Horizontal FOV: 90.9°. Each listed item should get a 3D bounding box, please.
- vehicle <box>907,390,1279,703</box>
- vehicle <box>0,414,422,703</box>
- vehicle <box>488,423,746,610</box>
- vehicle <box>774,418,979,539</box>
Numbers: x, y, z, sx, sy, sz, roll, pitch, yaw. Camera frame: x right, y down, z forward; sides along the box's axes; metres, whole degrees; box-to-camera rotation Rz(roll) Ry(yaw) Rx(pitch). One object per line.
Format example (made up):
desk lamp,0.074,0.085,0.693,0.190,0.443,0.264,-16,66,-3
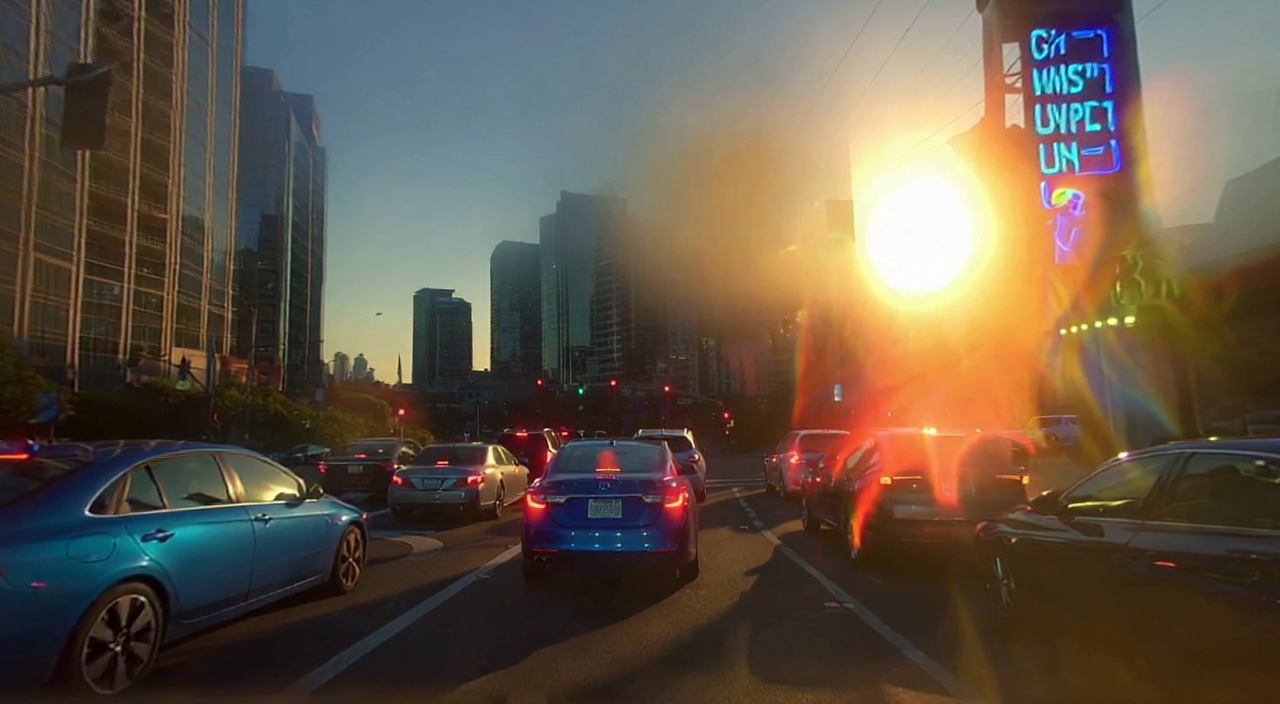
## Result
vehicle,3.412,1.067,3.495,1.981,1.499,4.536,-1,-8,2
vehicle,-3.408,1.298,4.710,1.980,1.454,4.226,0,-8,1
vehicle,-0.174,1.616,7.114,2.059,1.477,3.988,0,-8,0
vehicle,3.779,2.096,11.023,2.007,1.683,4.171,0,-8,1
